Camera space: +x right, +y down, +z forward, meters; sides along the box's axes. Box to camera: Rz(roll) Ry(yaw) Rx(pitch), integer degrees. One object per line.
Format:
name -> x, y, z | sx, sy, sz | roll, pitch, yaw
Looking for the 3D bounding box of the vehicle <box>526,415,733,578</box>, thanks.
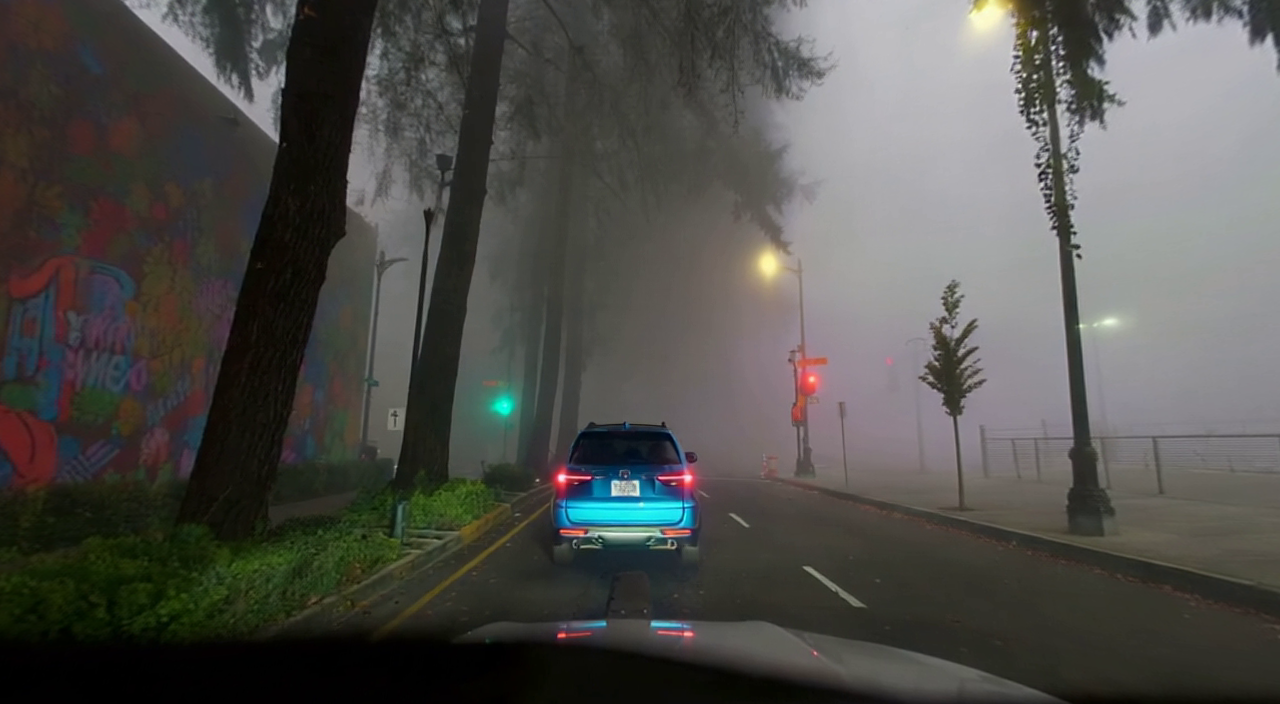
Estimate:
vehicle -> -0.132, 1.751, 8.378 | 2.079, 1.621, 3.861 | 0, -8, -1
